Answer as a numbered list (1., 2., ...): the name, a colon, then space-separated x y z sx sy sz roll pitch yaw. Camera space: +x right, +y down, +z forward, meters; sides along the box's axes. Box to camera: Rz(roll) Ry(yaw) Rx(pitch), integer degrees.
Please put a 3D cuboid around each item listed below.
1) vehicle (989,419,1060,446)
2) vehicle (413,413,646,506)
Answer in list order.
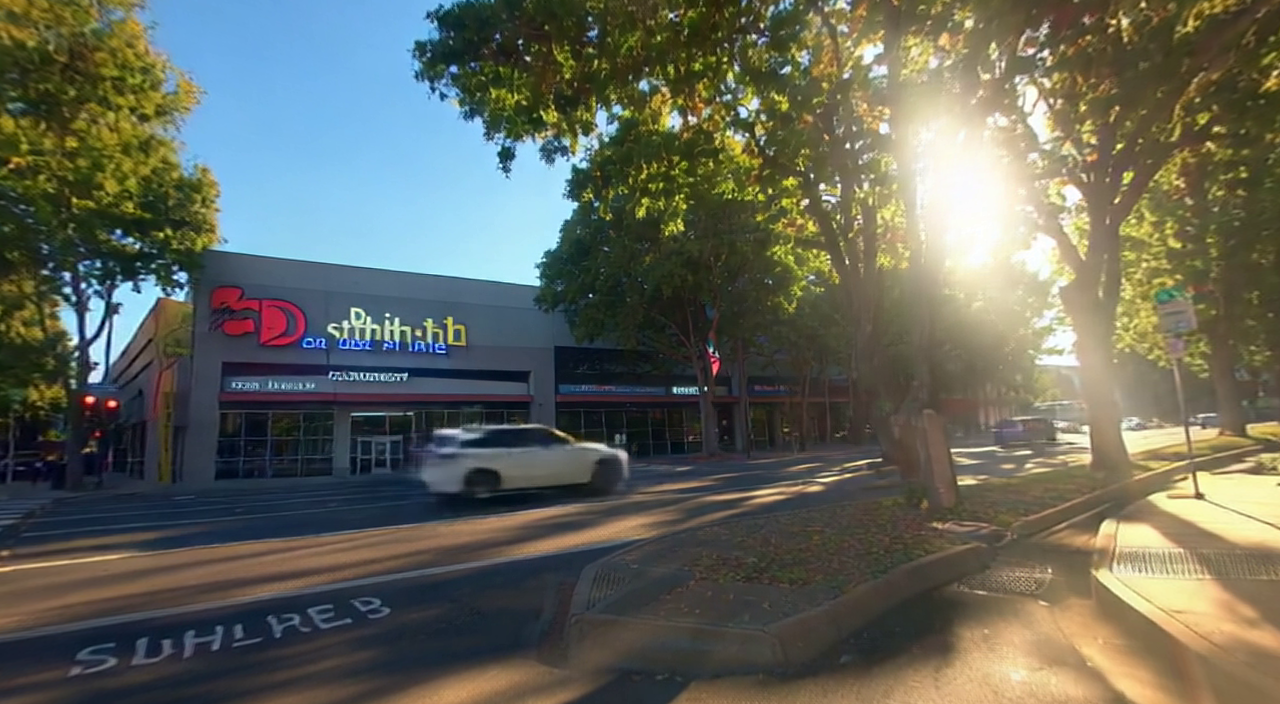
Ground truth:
1. vehicle: 21.838 4.613 35.842 4.442 1.458 1.902 7 -11 -38
2. vehicle: -2.106 2.110 12.682 4.182 1.536 1.885 7 -11 -37
